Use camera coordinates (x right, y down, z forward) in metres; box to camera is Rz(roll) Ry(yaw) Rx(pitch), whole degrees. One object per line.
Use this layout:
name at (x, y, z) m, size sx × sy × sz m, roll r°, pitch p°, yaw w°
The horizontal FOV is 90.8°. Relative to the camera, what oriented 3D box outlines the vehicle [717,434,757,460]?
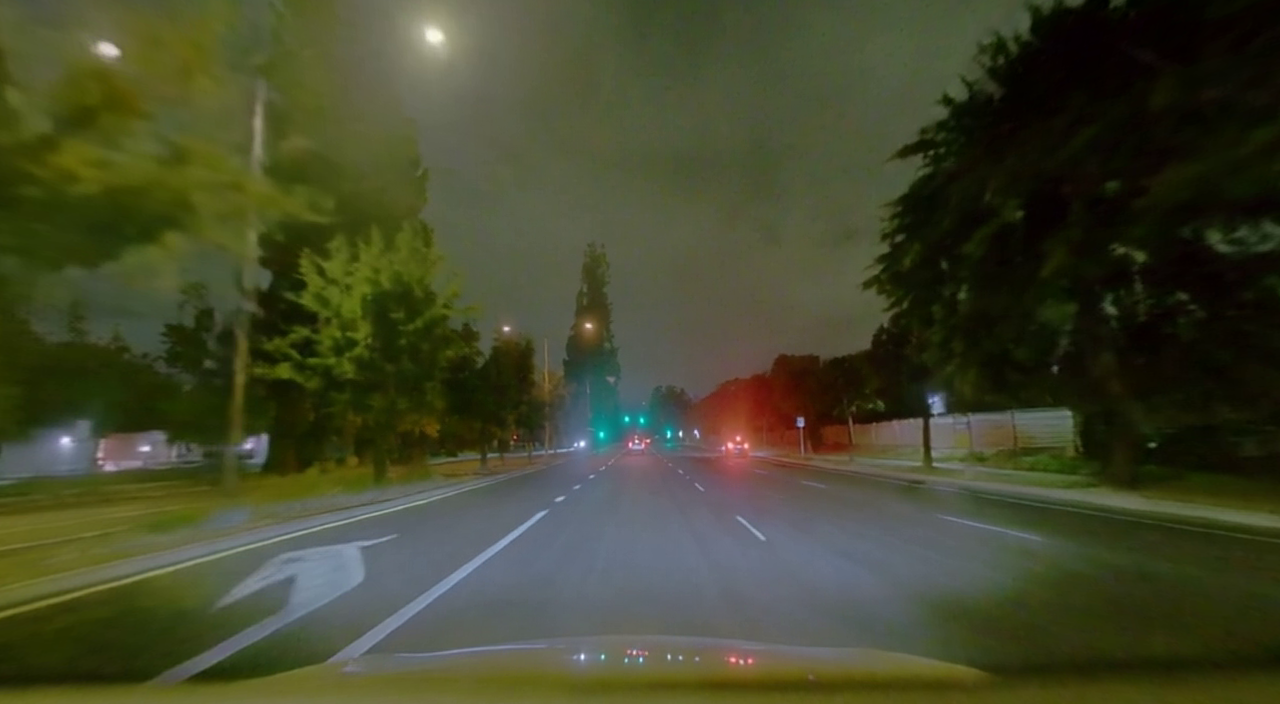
vehicle at (6.767, 6.715, 44.483) m, size 2.011 × 1.710 × 4.357 m, roll 0°, pitch -9°, yaw -1°
